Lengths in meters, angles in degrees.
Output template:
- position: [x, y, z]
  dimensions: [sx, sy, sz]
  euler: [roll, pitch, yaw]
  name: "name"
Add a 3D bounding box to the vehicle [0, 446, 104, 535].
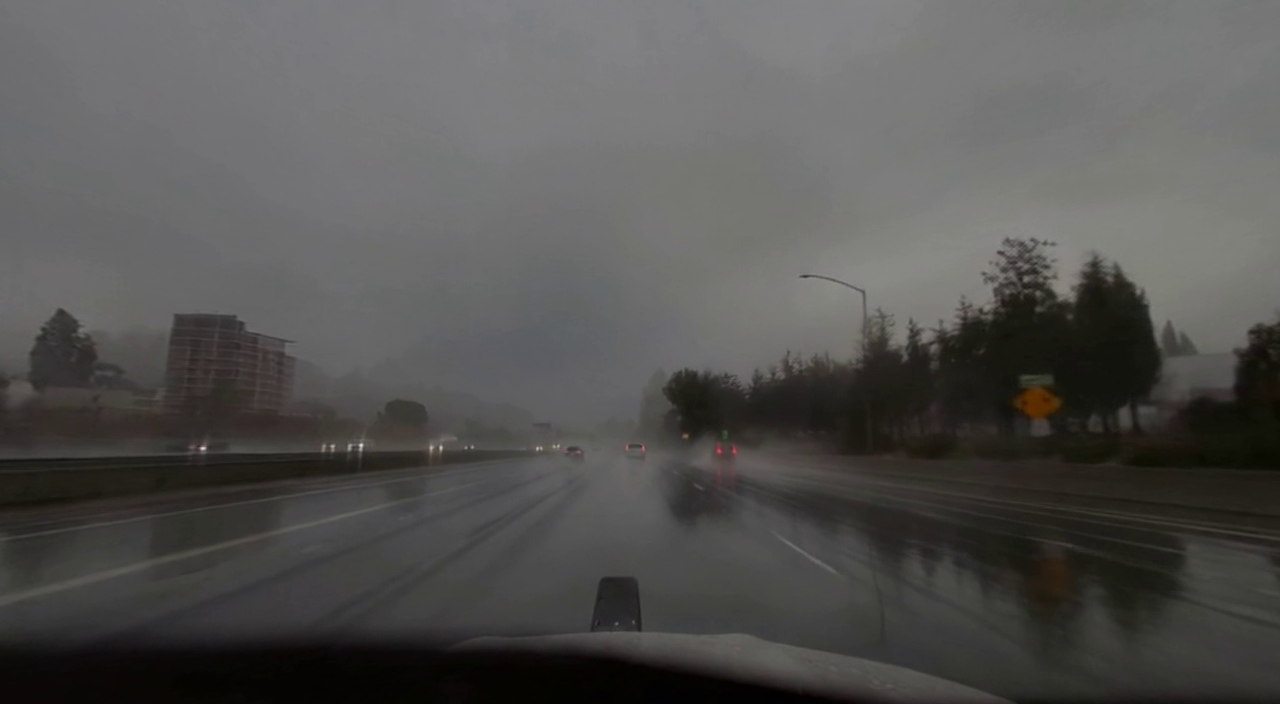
- position: [-11.219, 2.173, 9.687]
  dimensions: [1.983, 1.381, 4.464]
  euler: [-1, -8, 2]
  name: "vehicle"
